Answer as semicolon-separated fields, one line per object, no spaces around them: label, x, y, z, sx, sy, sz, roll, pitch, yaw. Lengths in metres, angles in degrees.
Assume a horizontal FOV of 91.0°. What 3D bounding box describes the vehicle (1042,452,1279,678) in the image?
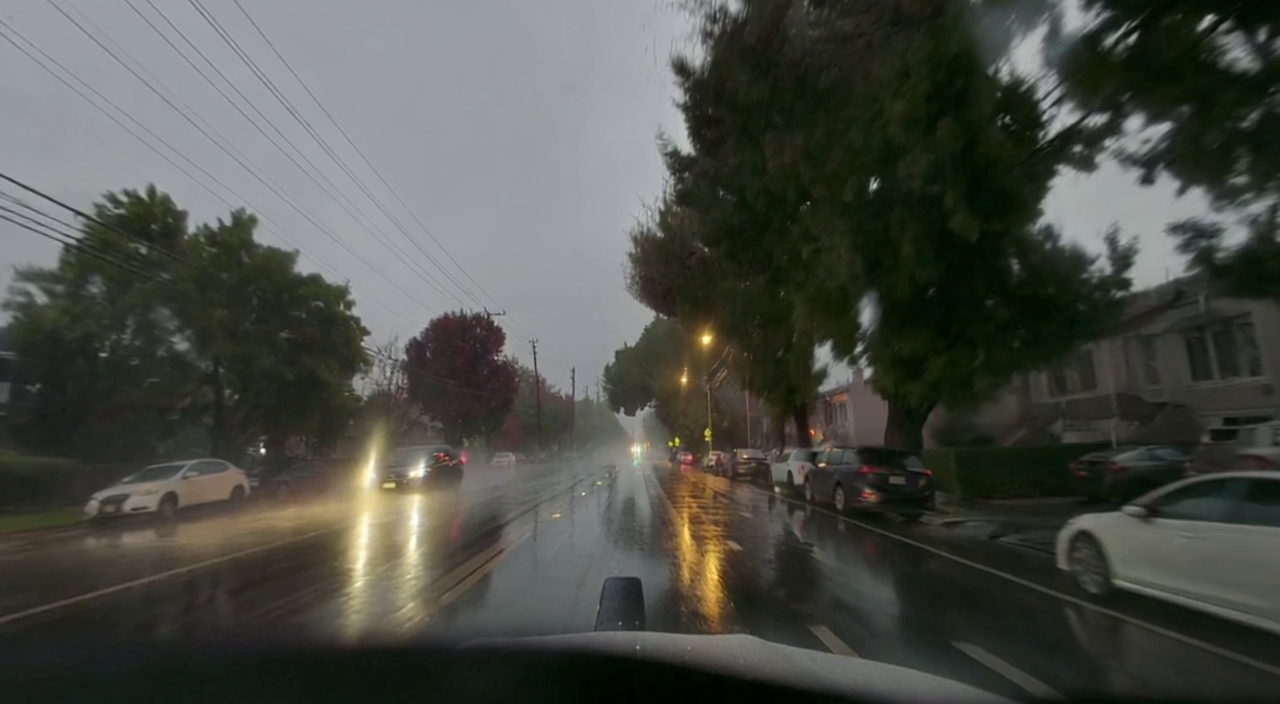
vehicle;5.218;1.441;4.272;1.942;1.461;4.575;0;-9;0

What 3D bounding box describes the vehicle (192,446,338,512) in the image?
vehicle;-12.184;4.123;20.870;2.066;1.796;4.407;-4;-9;2

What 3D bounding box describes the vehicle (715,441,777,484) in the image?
vehicle;5.015;5.313;30.607;2.123;1.928;4.752;0;-9;-1

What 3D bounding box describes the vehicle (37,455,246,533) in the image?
vehicle;-12.397;3.504;16.091;1.851;1.639;4.204;0;-9;0

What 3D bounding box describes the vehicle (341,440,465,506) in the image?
vehicle;-6.870;3.526;18.824;1.957;1.700;4.318;0;-9;1

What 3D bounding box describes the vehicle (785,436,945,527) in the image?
vehicle;4.977;2.896;14.749;1.962;1.748;4.659;0;-9;-1
